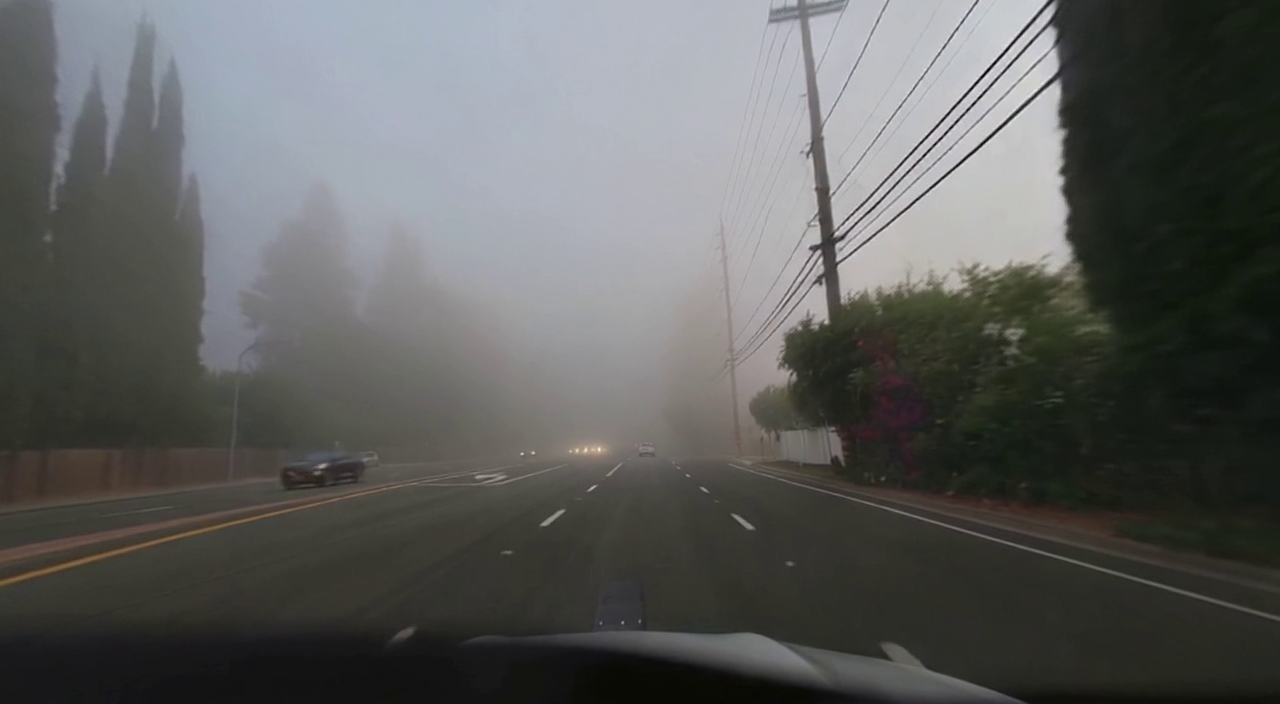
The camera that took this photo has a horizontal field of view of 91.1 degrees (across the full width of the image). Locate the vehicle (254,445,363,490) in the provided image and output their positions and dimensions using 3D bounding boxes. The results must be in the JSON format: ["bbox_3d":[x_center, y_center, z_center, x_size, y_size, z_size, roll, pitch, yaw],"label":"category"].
[{"bbox_3d":[-13.153,4.572,25.259,1.904,1.622,4.348,0,-8,1],"label":"vehicle"}]
